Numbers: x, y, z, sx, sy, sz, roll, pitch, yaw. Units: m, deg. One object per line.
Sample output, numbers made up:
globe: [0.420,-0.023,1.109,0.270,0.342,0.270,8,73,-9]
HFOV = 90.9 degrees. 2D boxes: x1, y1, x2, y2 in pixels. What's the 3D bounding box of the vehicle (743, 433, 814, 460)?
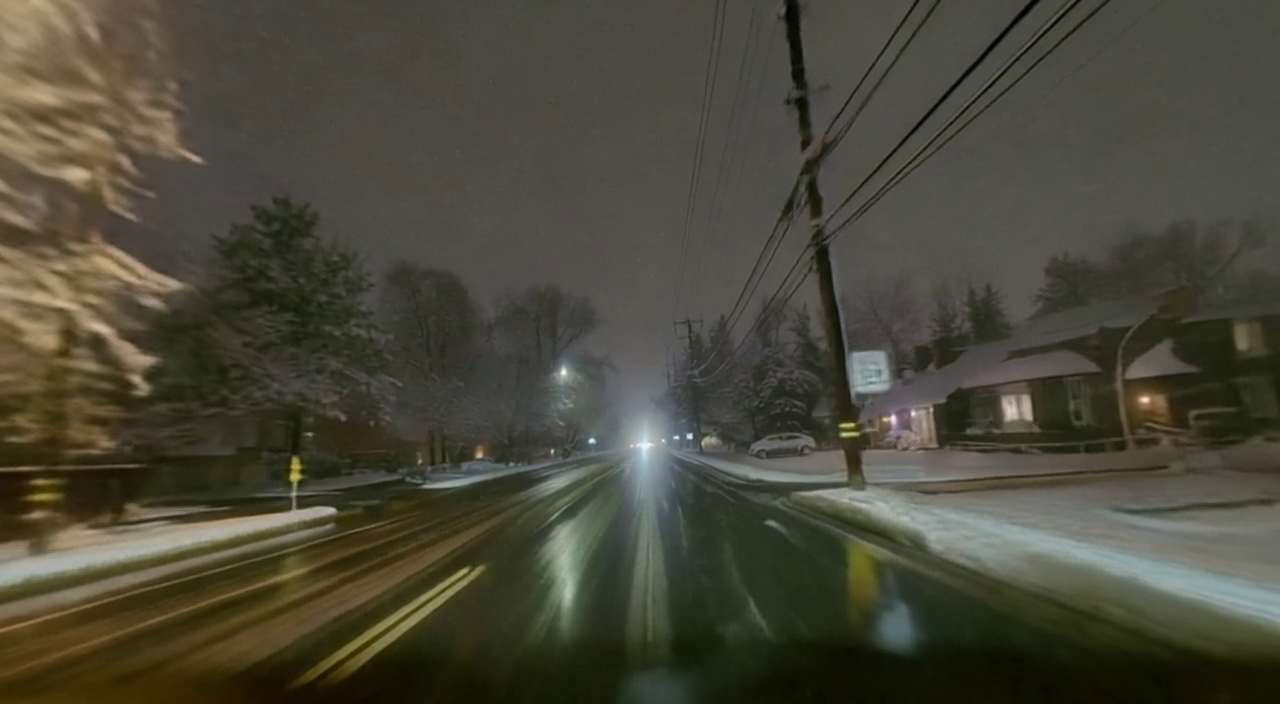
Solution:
vehicle: [9.741,6.688,44.526,4.494,1.850,2.027,0,-9,0]
